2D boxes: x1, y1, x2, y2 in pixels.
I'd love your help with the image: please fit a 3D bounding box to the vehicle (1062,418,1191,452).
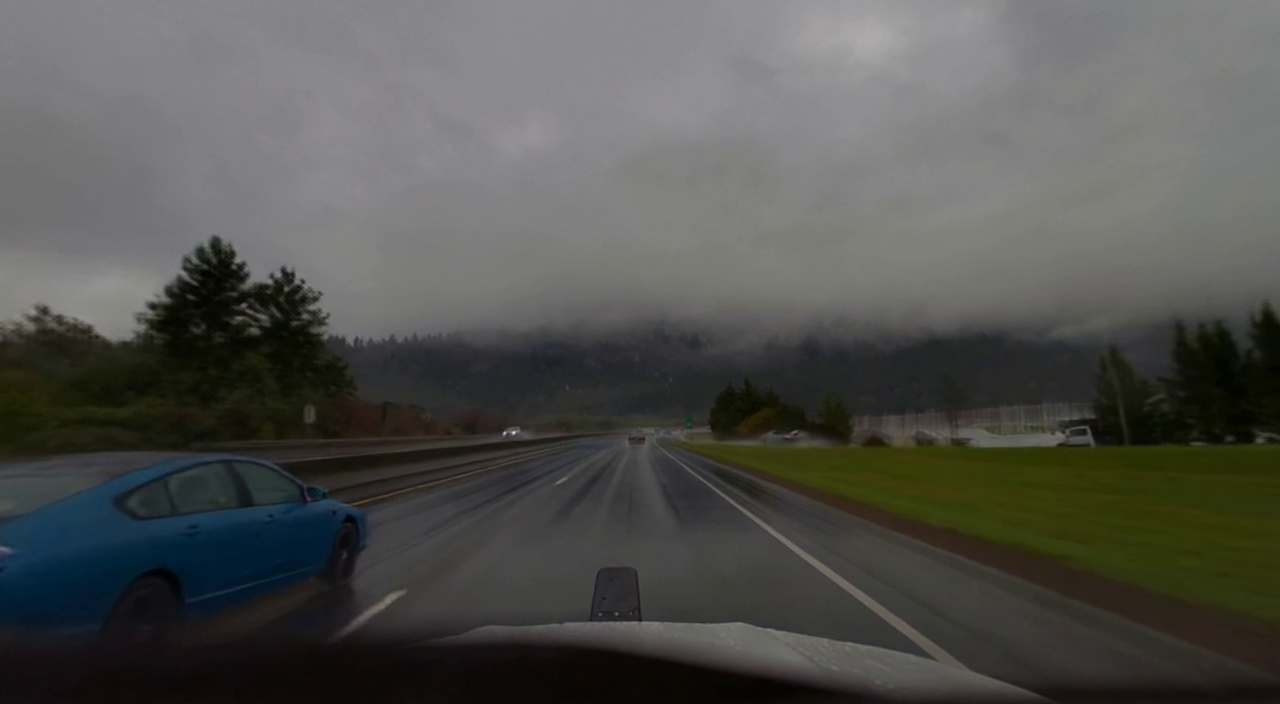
[{"bbox_3d":[23.173,3.997,30.092,1.992,1.486,4.406,6,-10,-37],"label":"vehicle"}]
